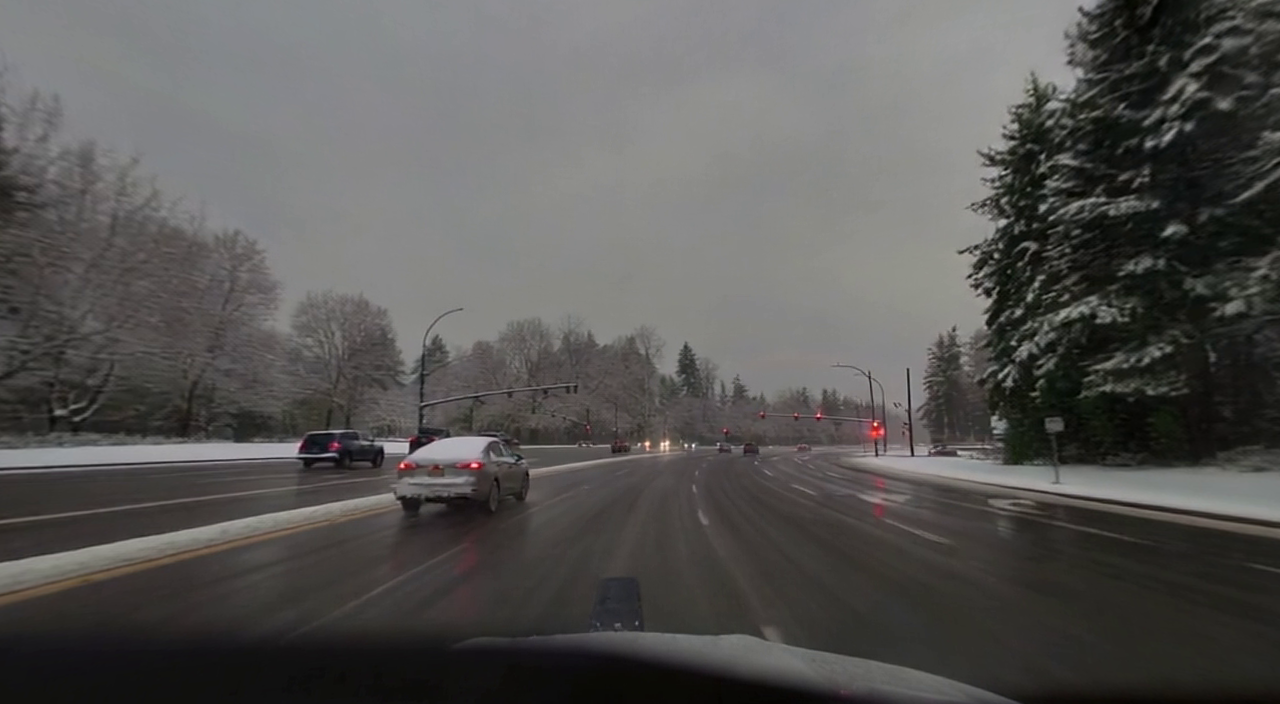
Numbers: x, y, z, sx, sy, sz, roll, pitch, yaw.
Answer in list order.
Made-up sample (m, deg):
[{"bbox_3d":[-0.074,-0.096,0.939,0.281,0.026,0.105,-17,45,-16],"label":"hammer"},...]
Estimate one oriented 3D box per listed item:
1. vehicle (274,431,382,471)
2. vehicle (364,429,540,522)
[{"bbox_3d":[-12.555,4.020,25.791,1.984,1.488,4.258,-1,-9,5],"label":"vehicle"},{"bbox_3d":[-3.358,2.303,12.272,1.934,1.463,4.220,-1,-9,3],"label":"vehicle"}]
